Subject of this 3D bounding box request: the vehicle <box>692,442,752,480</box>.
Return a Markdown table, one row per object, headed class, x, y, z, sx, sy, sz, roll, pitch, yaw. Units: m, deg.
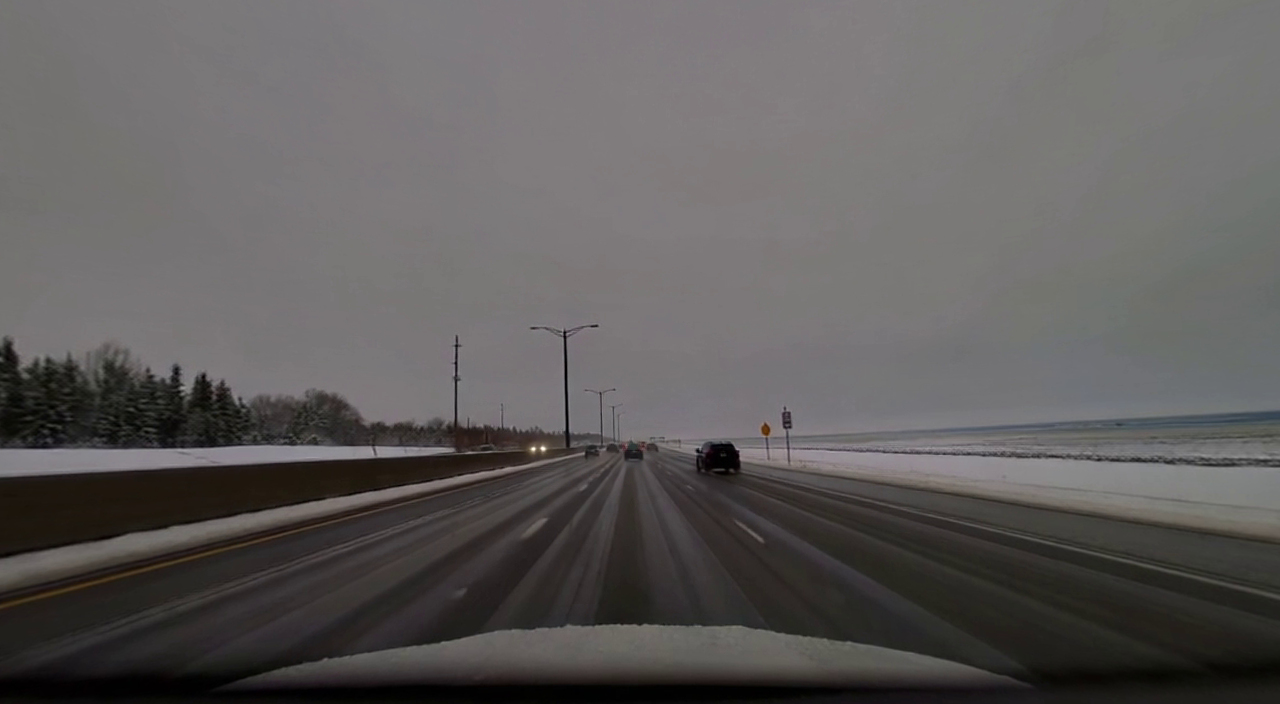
| class | x | y | z | sx | sy | sz | roll | pitch | yaw |
| --- | --- | --- | --- | --- | --- | --- | --- | --- | --- |
| vehicle | 3.454 | 4.703 | 27.452 | 1.890 | 1.490 | 4.373 | 0 | -9 | -1 |
